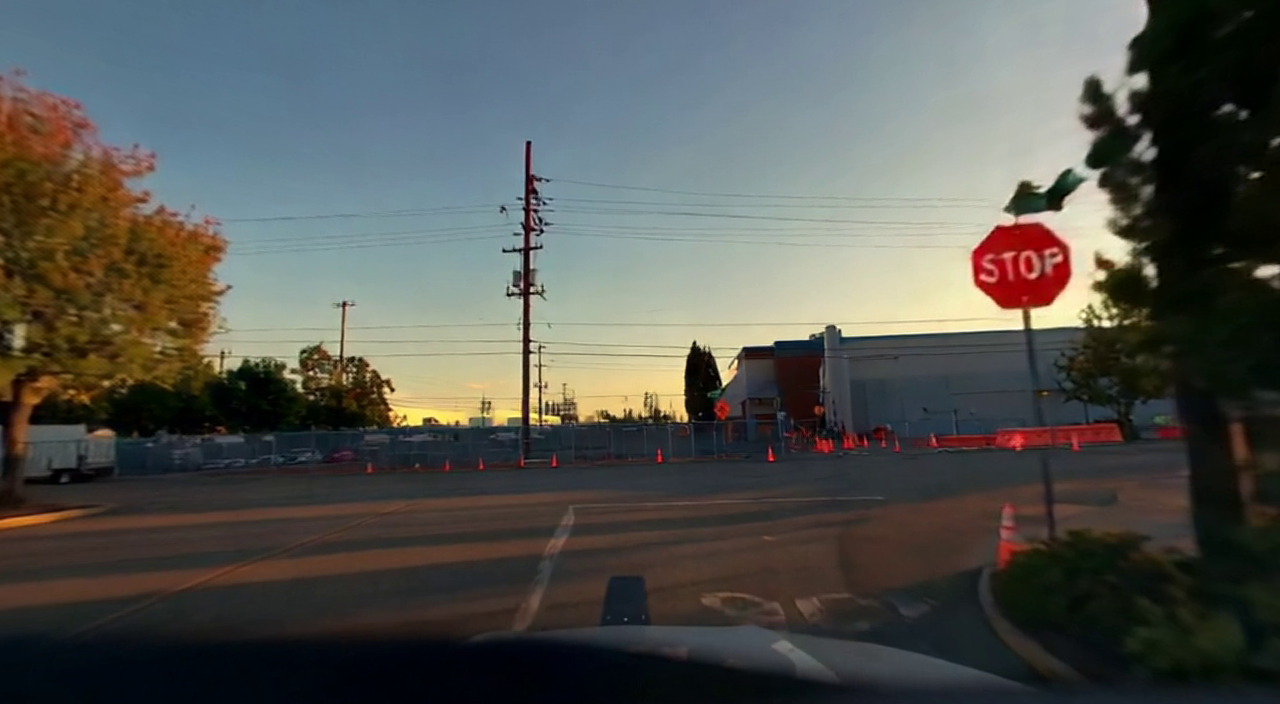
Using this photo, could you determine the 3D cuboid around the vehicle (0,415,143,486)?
[{"bbox_3d":[-27.789,4.606,29.269,6.847,2.992,3.170,-2,-9,5],"label":"vehicle"}]
